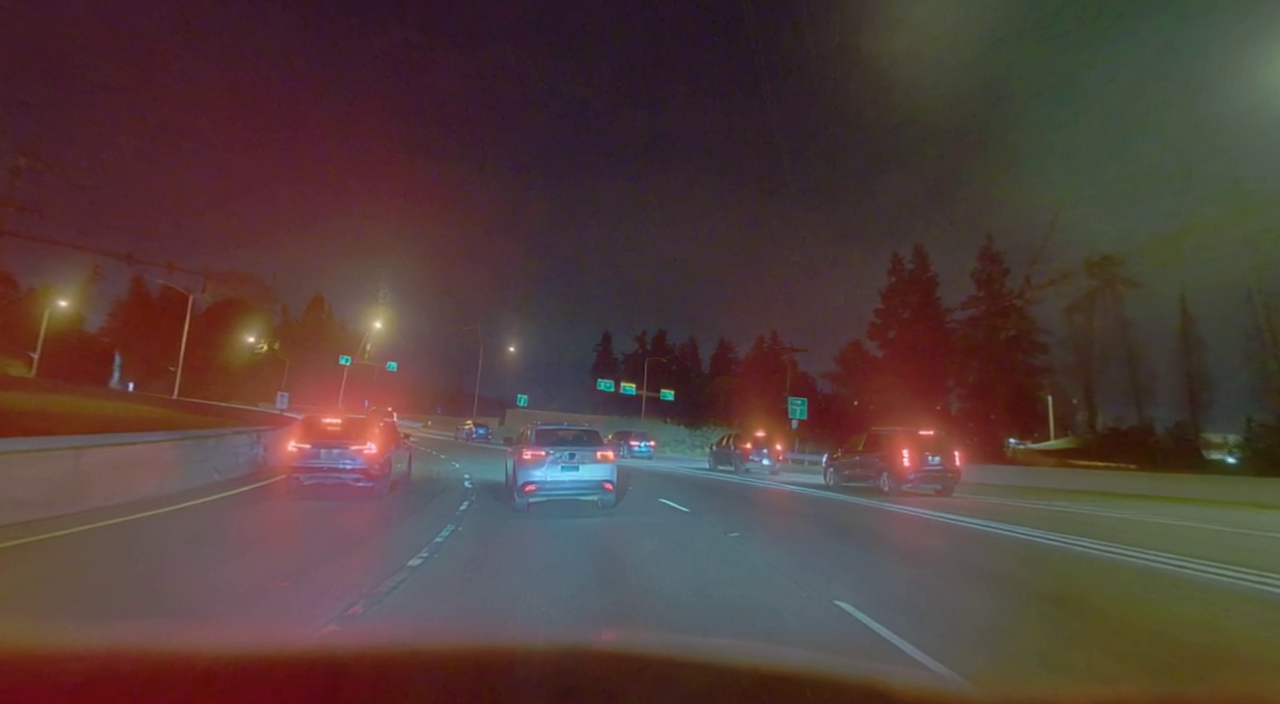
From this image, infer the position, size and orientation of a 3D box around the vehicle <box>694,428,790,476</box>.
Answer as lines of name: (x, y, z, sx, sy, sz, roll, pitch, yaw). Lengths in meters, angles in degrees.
vehicle: (4.153, 4.195, 26.628, 2.079, 1.807, 4.682, 2, -9, -17)

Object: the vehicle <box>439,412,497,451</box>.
vehicle: (-8.859, 4.104, 32.215, 2.042, 1.817, 4.650, 4, -9, -25)

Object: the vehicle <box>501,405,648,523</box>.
vehicle: (-1.412, 1.981, 11.646, 2.140, 1.724, 4.304, 2, -9, -13)

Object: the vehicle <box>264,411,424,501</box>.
vehicle: (-5.831, 2.103, 13.106, 2.033, 1.501, 4.623, 2, -9, -13)
